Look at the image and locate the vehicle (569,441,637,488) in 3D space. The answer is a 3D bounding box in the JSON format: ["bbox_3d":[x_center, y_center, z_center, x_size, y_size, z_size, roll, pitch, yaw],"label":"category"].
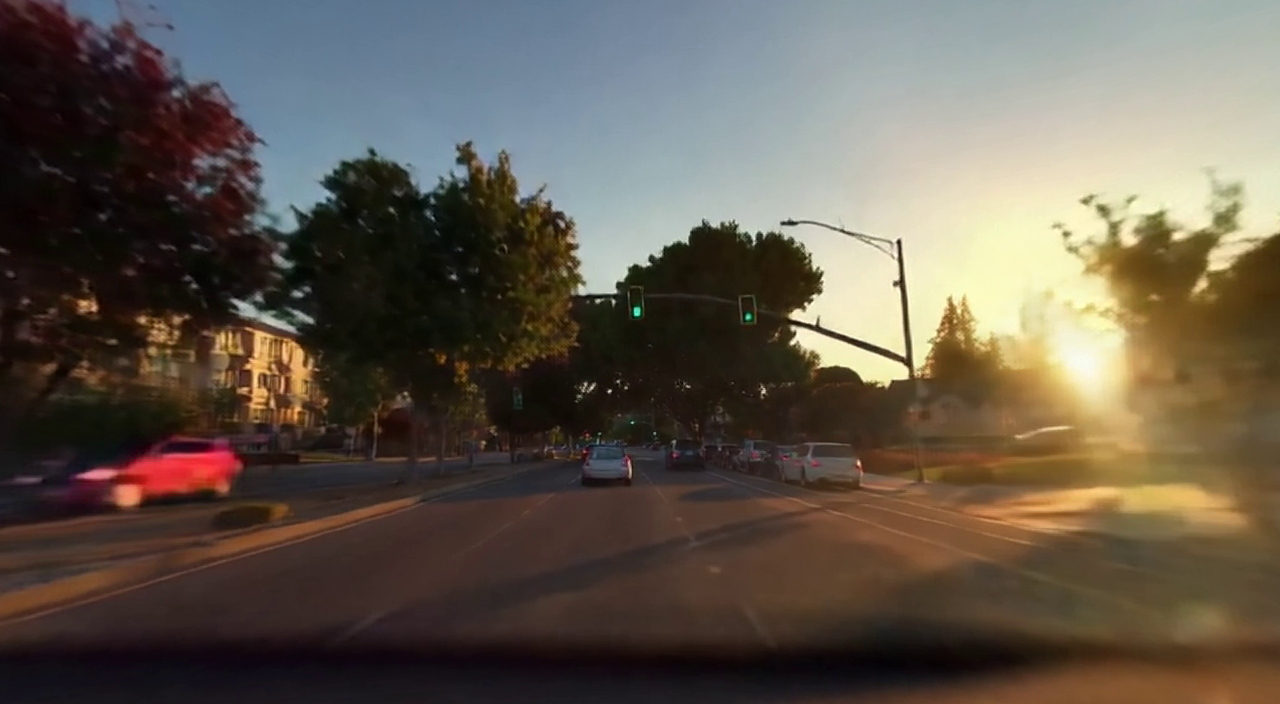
[{"bbox_3d":[-1.248,3.911,22.207,2.140,1.474,4.026,0,-8,-2],"label":"vehicle"}]

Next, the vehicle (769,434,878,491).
[{"bbox_3d":[6.565,4.069,23.344,2.184,1.786,5.497,2,-10,-3],"label":"vehicle"}]

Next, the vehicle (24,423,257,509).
[{"bbox_3d":[-12.339,2.832,16.153,2.097,1.826,4.812,0,-8,-2],"label":"vehicle"}]

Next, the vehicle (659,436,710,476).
[{"bbox_3d":[2.087,5.053,30.911,2.073,1.822,4.276,0,-8,-2],"label":"vehicle"}]
